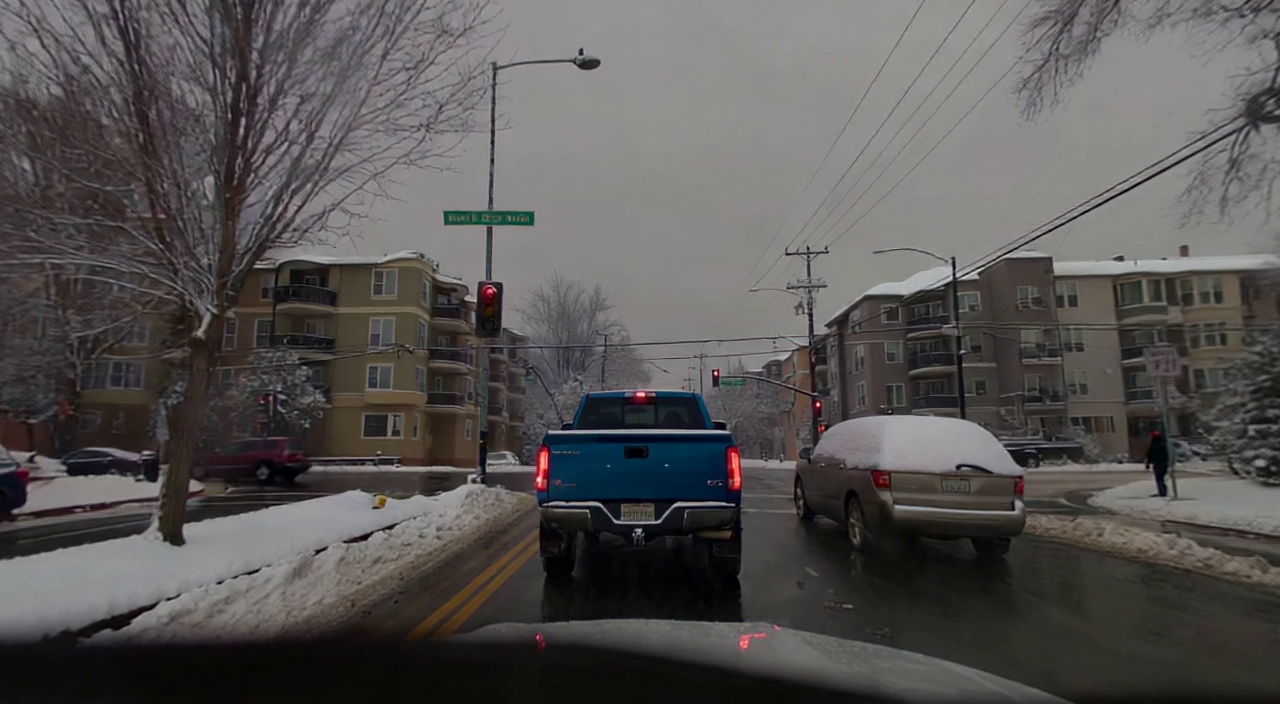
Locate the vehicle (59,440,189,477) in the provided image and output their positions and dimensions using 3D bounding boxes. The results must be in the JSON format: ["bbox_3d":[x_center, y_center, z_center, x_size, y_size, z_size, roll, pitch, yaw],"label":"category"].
[{"bbox_3d":[-24.839,5.134,30.449,4.563,1.692,1.778,0,-8,-2],"label":"vehicle"}]

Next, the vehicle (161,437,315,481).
[{"bbox_3d":[-16.819,4.499,26.573,5.043,1.766,1.980,0,-9,-1],"label":"vehicle"}]

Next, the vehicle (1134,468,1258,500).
[{"bbox_3d":[26.379,6.279,30.001,4.071,1.388,1.884,0,-8,1],"label":"vehicle"}]

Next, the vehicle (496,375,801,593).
[{"bbox_3d":[0.107,1.558,8.296,2.738,1.959,5.070,0,-8,1],"label":"vehicle"}]

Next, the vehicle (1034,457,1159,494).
[{"bbox_3d":[21.745,5.892,30.163,4.498,1.618,1.843,0,-8,0],"label":"vehicle"}]

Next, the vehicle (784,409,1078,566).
[{"bbox_3d":[3.849,1.885,9.581,2.131,1.759,4.762,0,-8,-1],"label":"vehicle"}]
